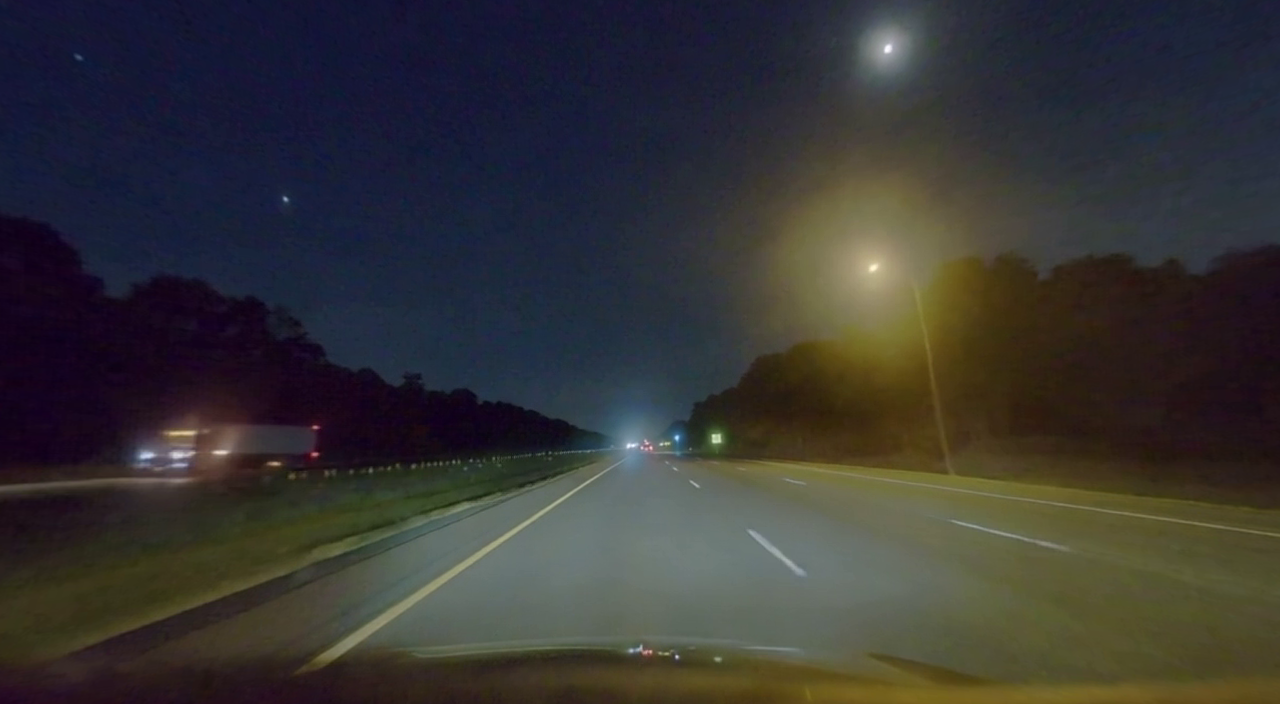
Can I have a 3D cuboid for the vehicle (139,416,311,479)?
[{"bbox_3d":[-28.237,6.684,44.349,3.003,3.702,13.656,0,-8,0],"label":"vehicle"}]
